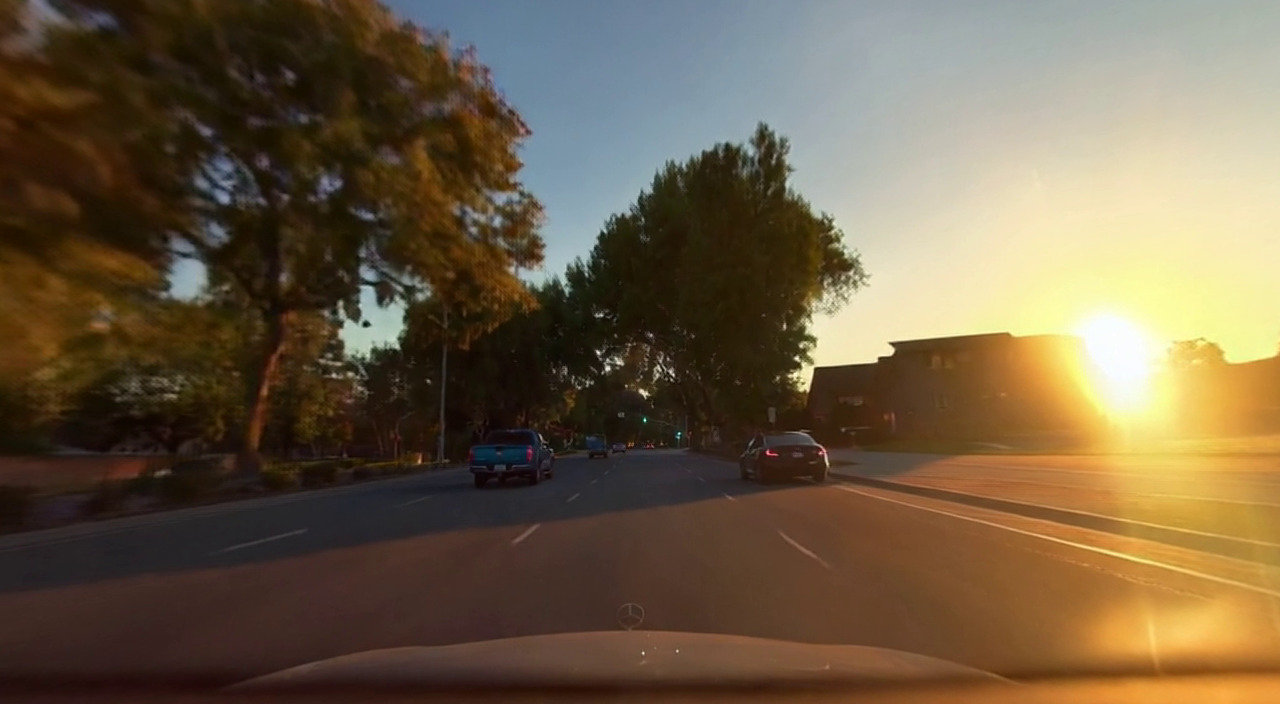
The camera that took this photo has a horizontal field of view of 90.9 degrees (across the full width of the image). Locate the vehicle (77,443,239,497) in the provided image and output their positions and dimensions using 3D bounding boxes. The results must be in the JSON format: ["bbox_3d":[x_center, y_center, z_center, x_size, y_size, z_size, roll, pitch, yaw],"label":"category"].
[{"bbox_3d":[-17.277,4.197,23.004,2.059,1.743,4.779,0,-8,1],"label":"vehicle"}]

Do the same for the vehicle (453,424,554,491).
[{"bbox_3d":[-3.931,3.150,19.090,2.002,1.747,4.728,0,-8,0],"label":"vehicle"}]

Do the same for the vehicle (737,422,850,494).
[{"bbox_3d":[4.117,2.930,17.742,2.016,1.736,4.356,0,-8,-1],"label":"vehicle"}]
